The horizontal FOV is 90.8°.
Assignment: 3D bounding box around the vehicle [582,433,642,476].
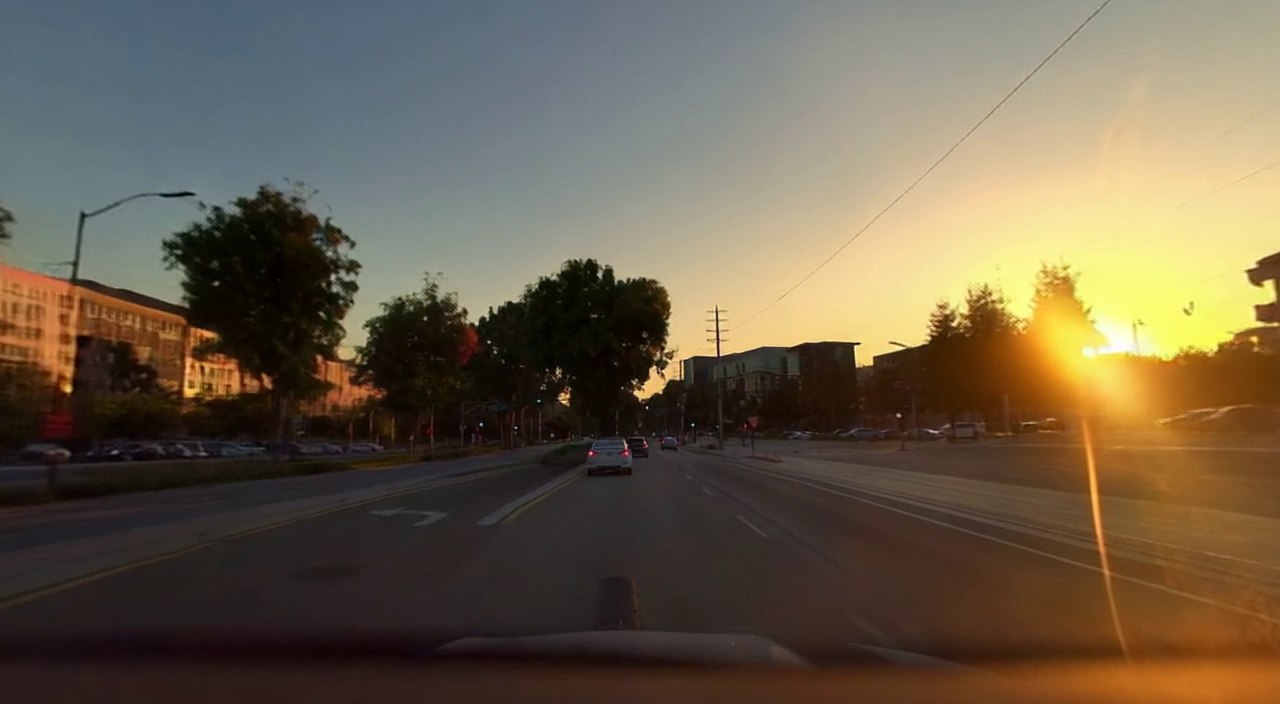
[{"bbox_3d":[-0.992,3.858,23.912,2.075,1.470,3.962,0,-8,-1],"label":"vehicle"}]
